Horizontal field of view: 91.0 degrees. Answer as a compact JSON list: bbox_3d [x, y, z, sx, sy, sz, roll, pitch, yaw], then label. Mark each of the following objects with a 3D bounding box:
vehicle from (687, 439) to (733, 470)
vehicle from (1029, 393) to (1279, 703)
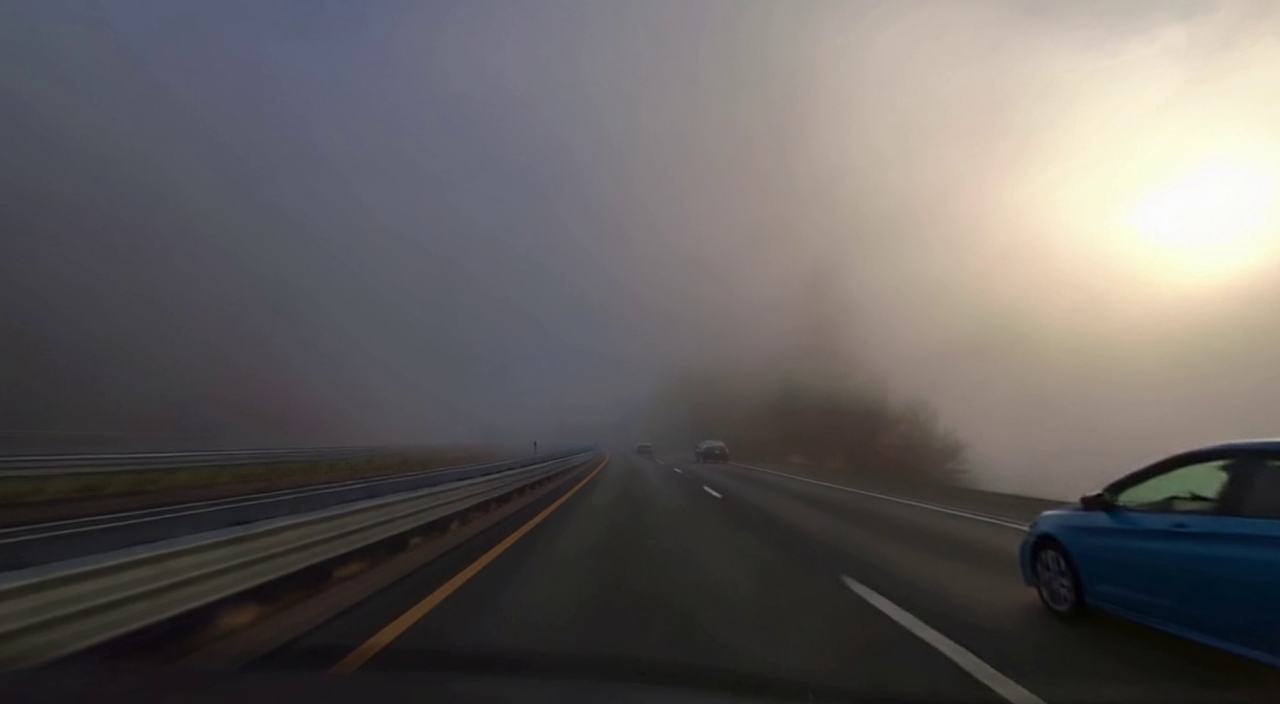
[{"bbox_3d":[3.662,5.428,33.374,1.945,1.538,3.729,0,-8,-1],"label":"vehicle"},{"bbox_3d":[4.017,0.925,2.656,2.072,1.528,4.176,0,-8,0],"label":"vehicle"}]
